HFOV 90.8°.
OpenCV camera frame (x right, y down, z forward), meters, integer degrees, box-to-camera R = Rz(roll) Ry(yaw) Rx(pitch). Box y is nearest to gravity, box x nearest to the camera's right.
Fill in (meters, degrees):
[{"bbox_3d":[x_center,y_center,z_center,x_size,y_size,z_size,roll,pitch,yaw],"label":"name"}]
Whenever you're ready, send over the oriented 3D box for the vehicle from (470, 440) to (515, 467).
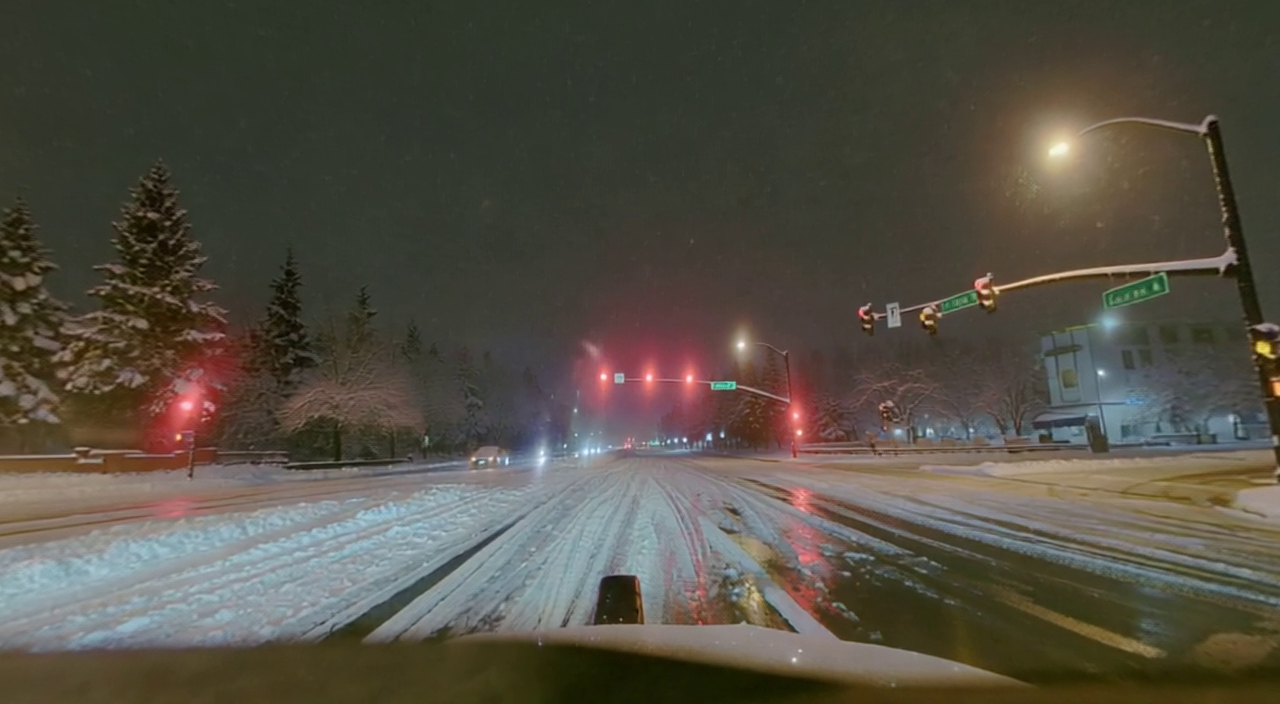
[{"bbox_3d":[-9.729,6.729,41.976,1.988,1.692,4.412,0,-8,0],"label":"vehicle"}]
